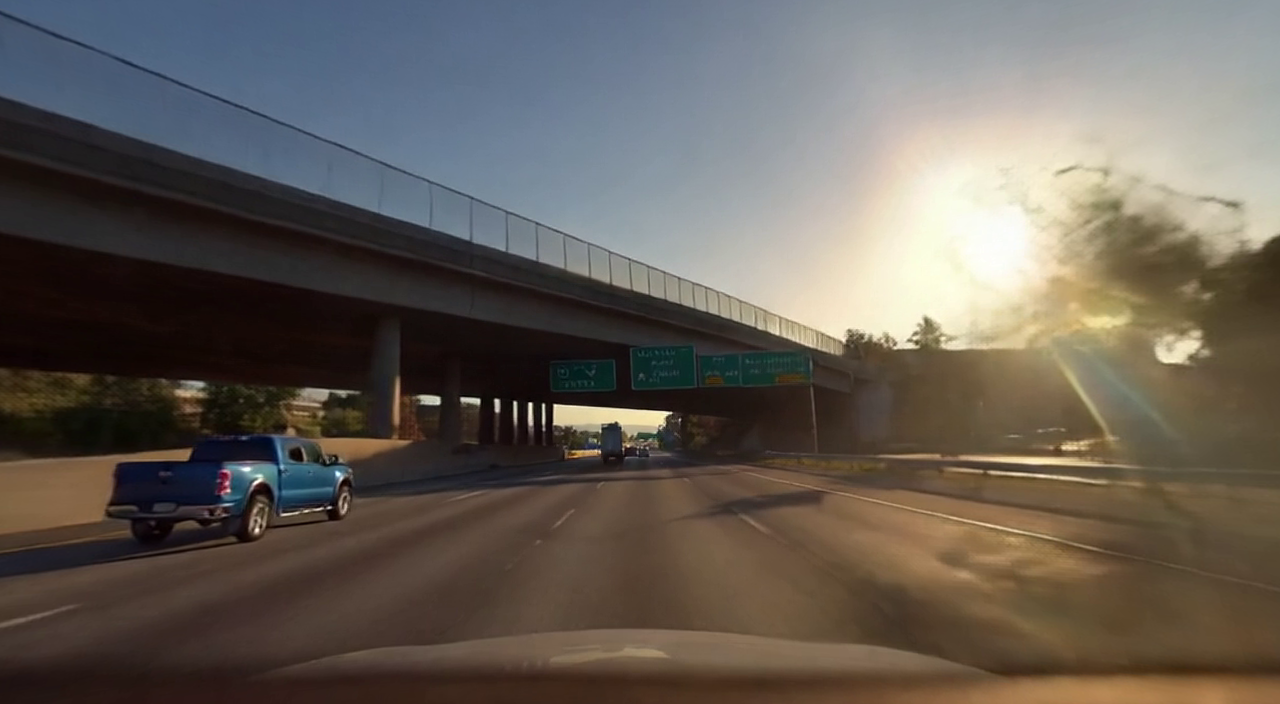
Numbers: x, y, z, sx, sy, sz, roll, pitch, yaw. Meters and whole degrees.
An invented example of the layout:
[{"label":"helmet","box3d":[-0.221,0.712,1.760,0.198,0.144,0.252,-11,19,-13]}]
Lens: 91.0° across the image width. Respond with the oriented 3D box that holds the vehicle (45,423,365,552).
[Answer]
[{"label":"vehicle","box3d":[-6.976,2.213,10.993,2.168,1.729,4.724,0,-9,0]}]
